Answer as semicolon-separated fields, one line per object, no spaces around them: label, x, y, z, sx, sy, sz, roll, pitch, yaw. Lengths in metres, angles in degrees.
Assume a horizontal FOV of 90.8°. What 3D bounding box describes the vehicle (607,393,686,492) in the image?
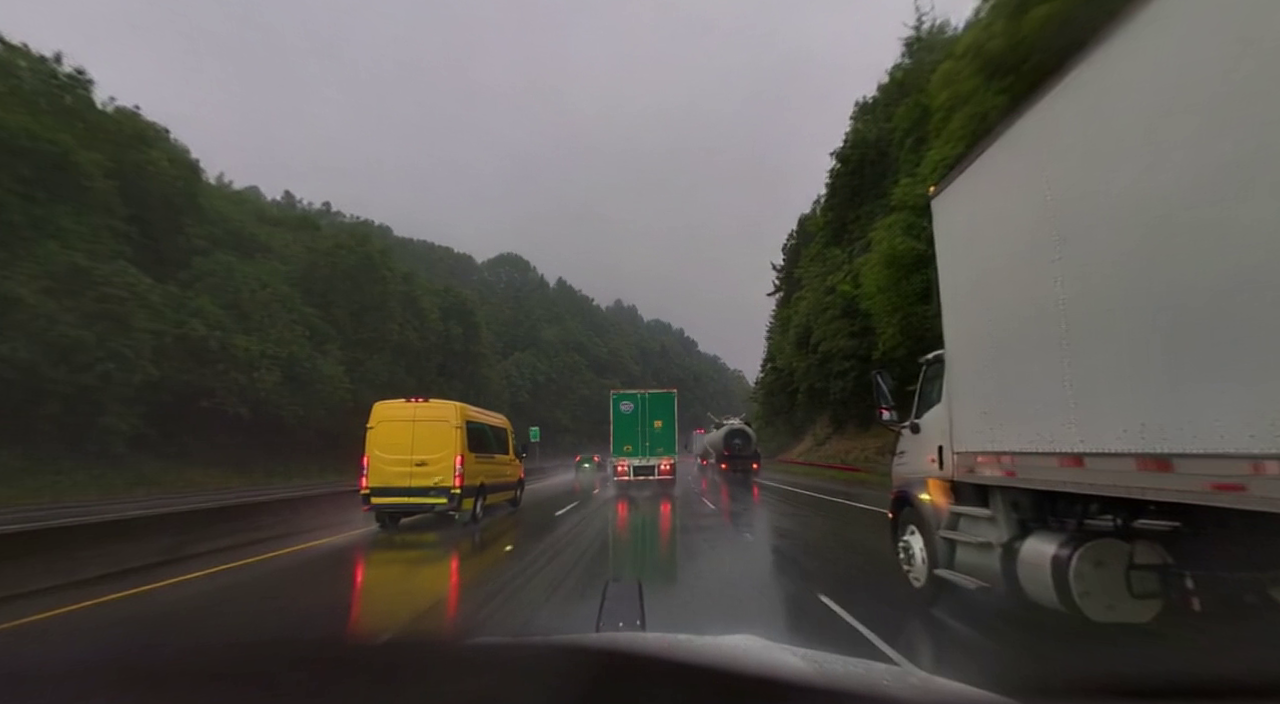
vehicle;0.105;3.930;26.778;2.773;3.455;9.118;0;-10;-1

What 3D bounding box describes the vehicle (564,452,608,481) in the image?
vehicle;-3.229;6.940;38.525;2.134;1.652;4.439;0;-9;3

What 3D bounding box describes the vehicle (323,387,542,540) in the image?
vehicle;-3.999;2.370;13.877;2.525;2.572;6.260;0;-9;1

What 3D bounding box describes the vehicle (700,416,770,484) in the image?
vehicle;5.514;6.010;38.740;2.706;3.500;11.483;0;-9;1
